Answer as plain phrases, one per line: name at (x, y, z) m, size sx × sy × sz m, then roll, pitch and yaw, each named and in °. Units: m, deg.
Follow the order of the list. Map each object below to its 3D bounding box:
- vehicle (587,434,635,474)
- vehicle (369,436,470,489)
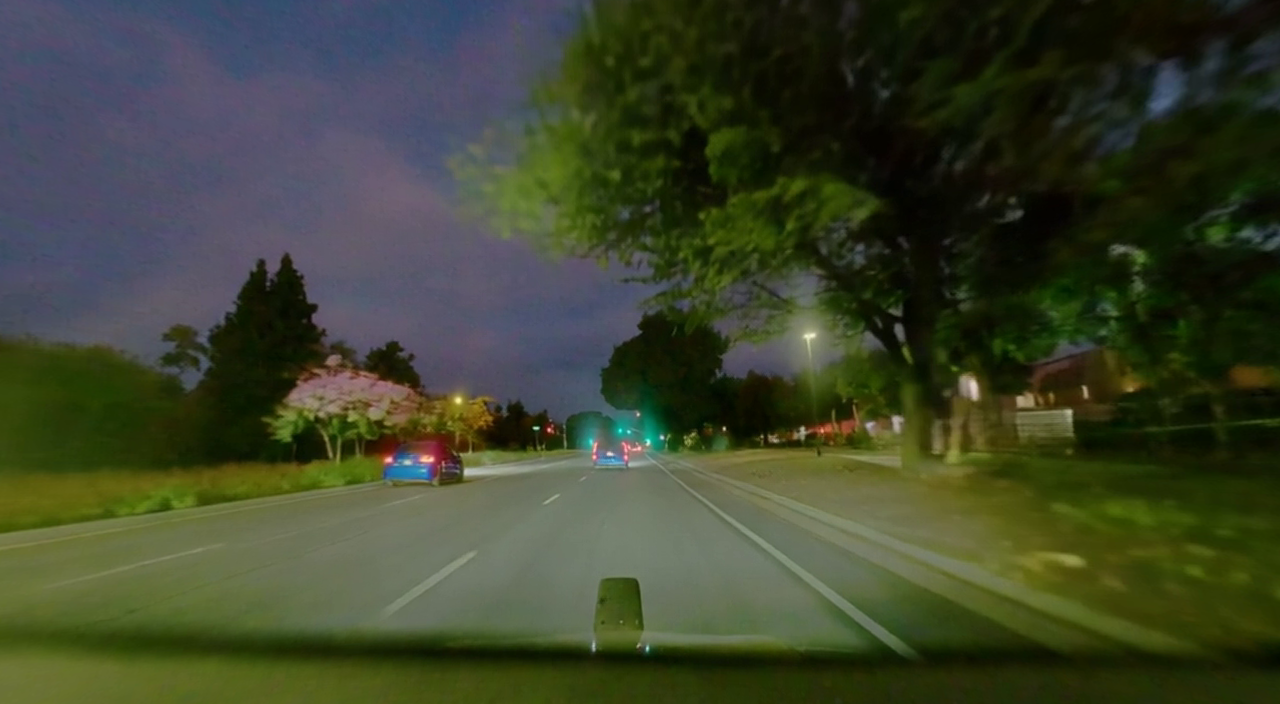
vehicle at (-1.294, 4.883, 30.577) m, size 2.070 × 1.764 × 4.552 m, roll 0°, pitch -8°, yaw 0°
vehicle at (-7.717, 3.892, 22.641) m, size 1.993 × 1.657 × 4.487 m, roll 0°, pitch -8°, yaw 0°
